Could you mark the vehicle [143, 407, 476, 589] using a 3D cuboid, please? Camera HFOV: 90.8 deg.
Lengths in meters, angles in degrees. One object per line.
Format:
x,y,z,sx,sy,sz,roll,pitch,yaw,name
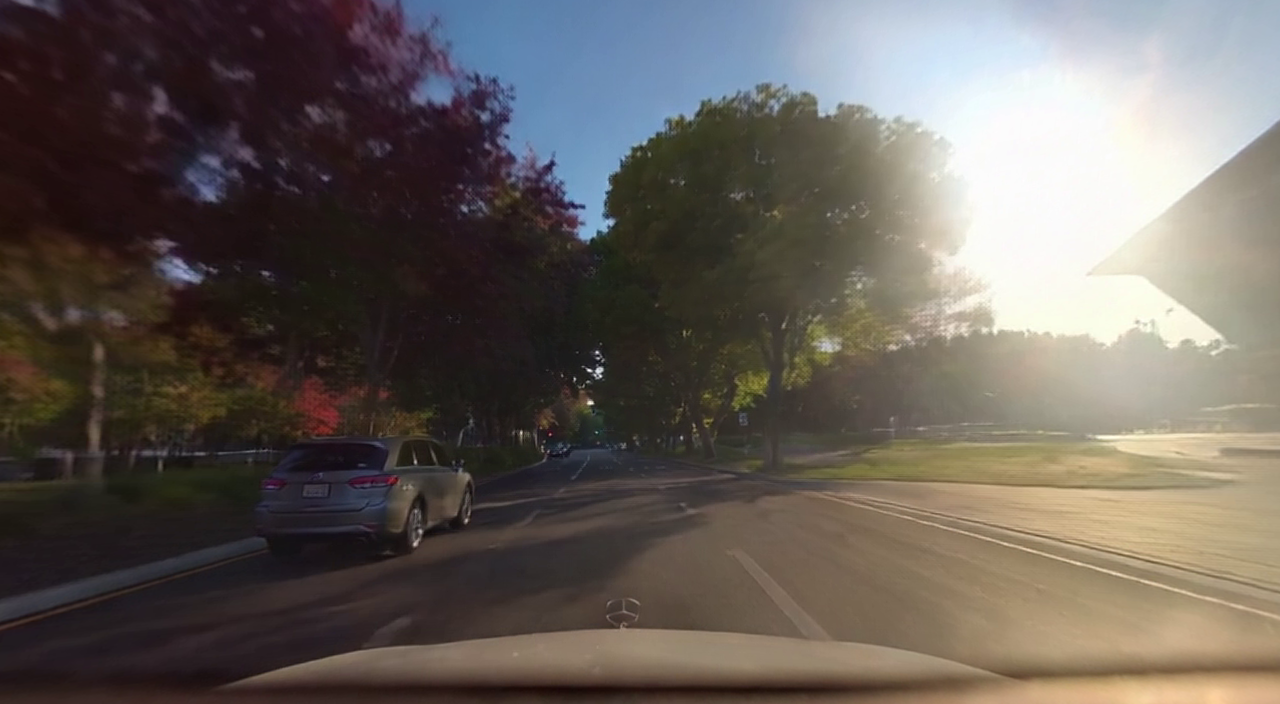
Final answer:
-3.742,1.724,8.377,2.067,1.700,4.561,0,-8,-2,vehicle
